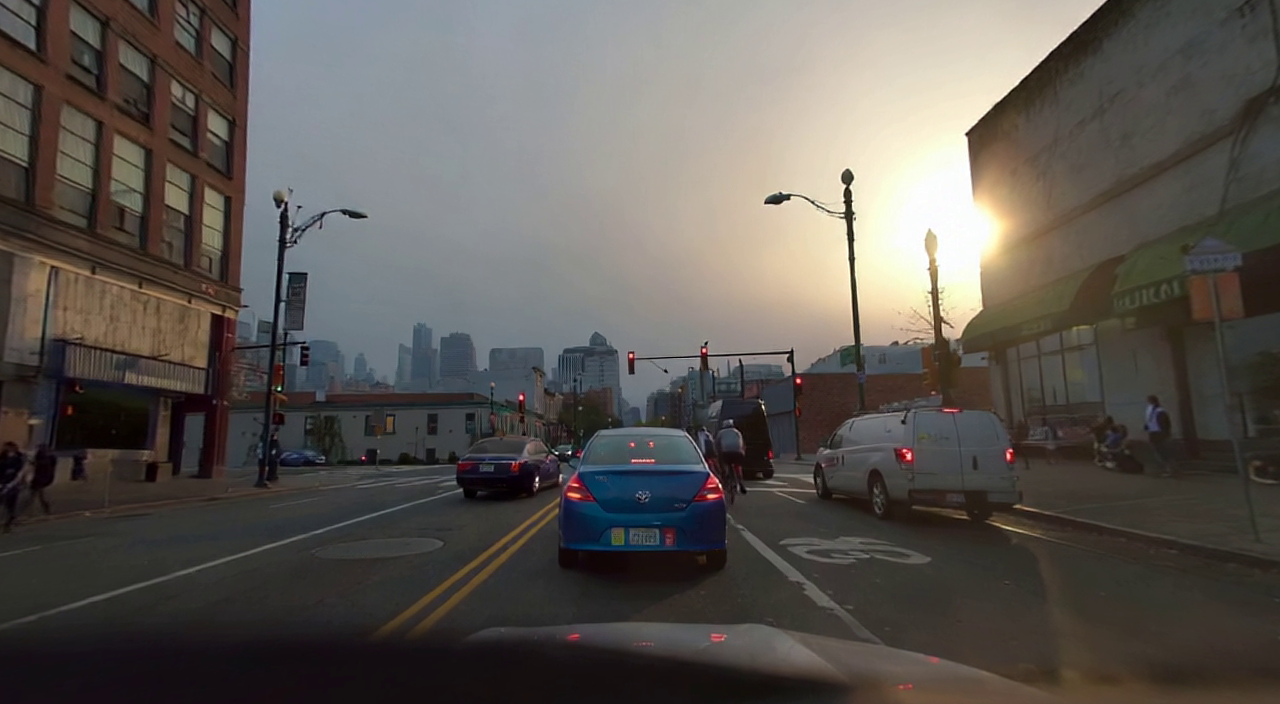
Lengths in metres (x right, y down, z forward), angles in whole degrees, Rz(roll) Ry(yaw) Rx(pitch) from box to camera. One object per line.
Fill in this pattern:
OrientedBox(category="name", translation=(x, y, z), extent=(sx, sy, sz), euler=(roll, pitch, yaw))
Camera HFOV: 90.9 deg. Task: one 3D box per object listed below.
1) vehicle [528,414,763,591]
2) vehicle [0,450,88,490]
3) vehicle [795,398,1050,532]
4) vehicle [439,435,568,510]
OrientedBox(category="vehicle", translation=(0.033, 1.650, 7.708), extent=(2.091, 1.557, 4.000), euler=(0, -9, 0))
OrientedBox(category="vehicle", translation=(-29.173, 5.570, 30.206), extent=(2.264, 1.722, 4.721), euler=(2, -9, -18))
OrientedBox(category="vehicle", translation=(4.508, 1.919, 11.159), extent=(2.142, 1.829, 4.767), euler=(0, -9, -2))
OrientedBox(category="vehicle", translation=(-2.947, 2.714, 14.672), extent=(2.039, 1.452, 4.489), euler=(0, -9, 0))
